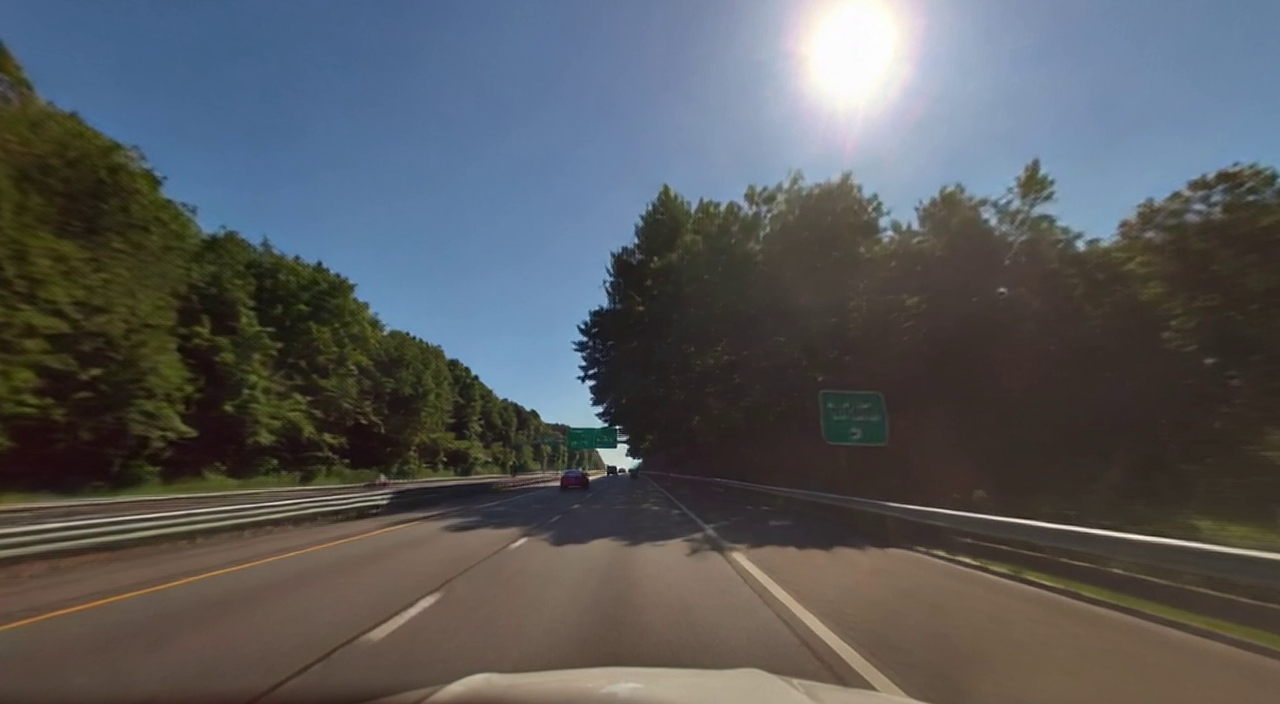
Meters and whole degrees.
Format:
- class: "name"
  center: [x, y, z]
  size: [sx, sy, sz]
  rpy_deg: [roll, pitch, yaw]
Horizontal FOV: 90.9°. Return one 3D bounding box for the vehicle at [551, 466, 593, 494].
- class: "vehicle"
  center: [-3.938, 7.488, 37.077]
  size: [1.954, 1.509, 4.094]
  rpy_deg: [1, -10, 1]
